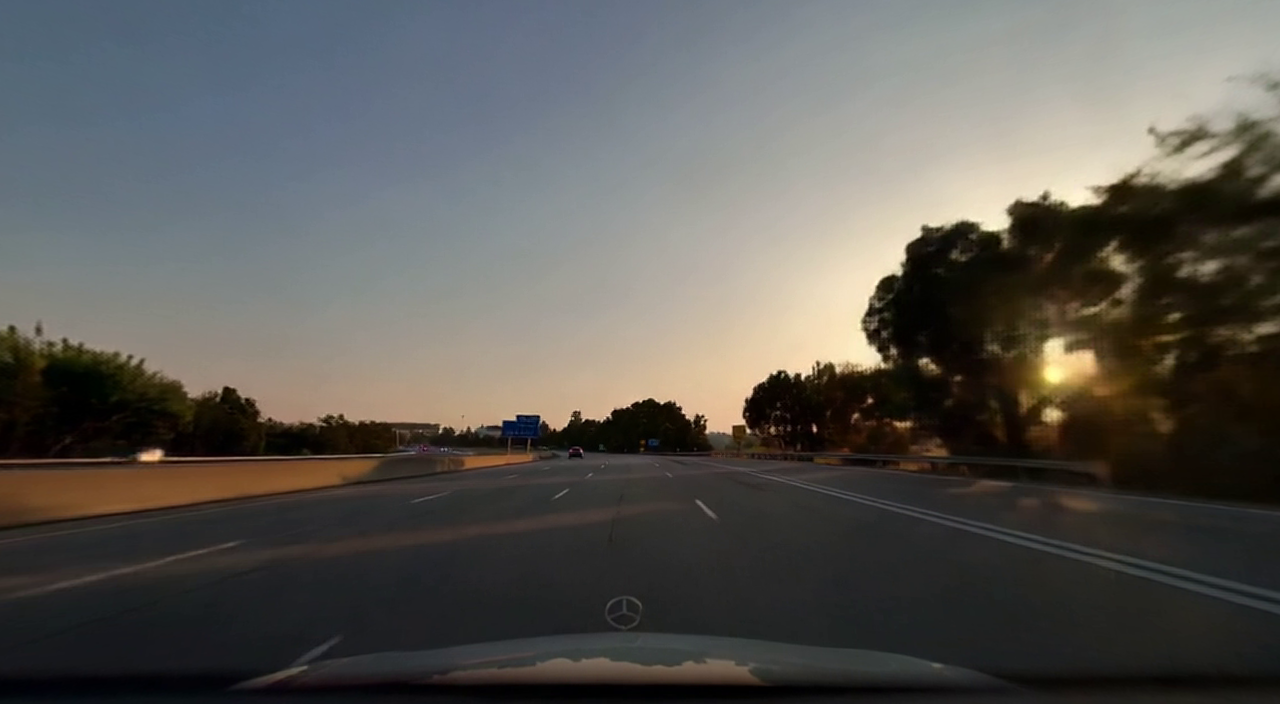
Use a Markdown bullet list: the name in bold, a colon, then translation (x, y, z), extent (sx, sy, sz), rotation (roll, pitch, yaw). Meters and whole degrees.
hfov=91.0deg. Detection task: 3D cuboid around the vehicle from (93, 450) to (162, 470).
- **vehicle**: translation (-40.441, 8.515, 49.841), extent (1.795, 1.516, 4.404), rotation (0, -9, 0)
